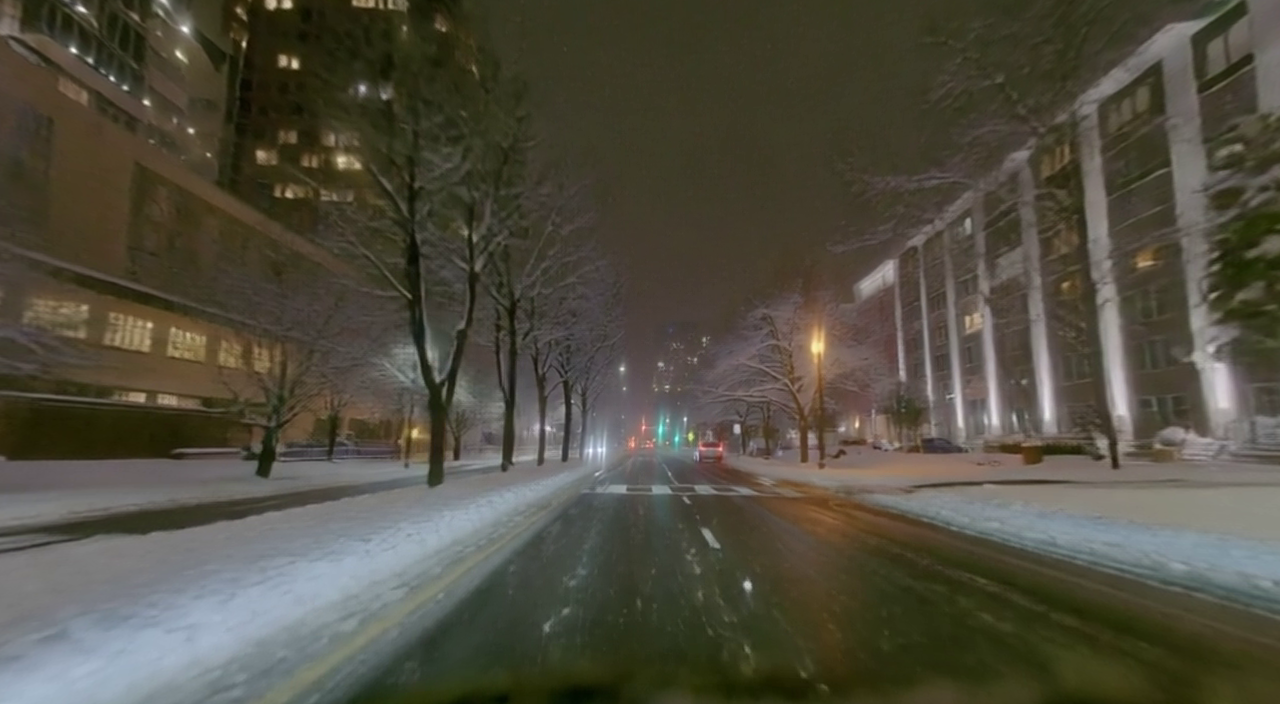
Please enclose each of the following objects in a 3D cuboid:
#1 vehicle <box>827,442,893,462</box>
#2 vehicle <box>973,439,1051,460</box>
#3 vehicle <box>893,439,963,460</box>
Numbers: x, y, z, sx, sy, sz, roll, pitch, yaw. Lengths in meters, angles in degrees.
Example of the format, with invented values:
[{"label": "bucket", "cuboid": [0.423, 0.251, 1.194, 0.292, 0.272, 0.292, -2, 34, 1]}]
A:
[{"label": "vehicle", "cuboid": [16.449, 7.494, 47.234, 4.276, 1.397, 1.786, 0, -8, 0]}, {"label": "vehicle", "cuboid": [27.595, 7.191, 46.781, 4.560, 1.444, 1.929, -1, -8, -2]}, {"label": "vehicle", "cuboid": [21.406, 7.249, 46.896, 4.333, 1.491, 1.744, -1, -7, 1]}]
